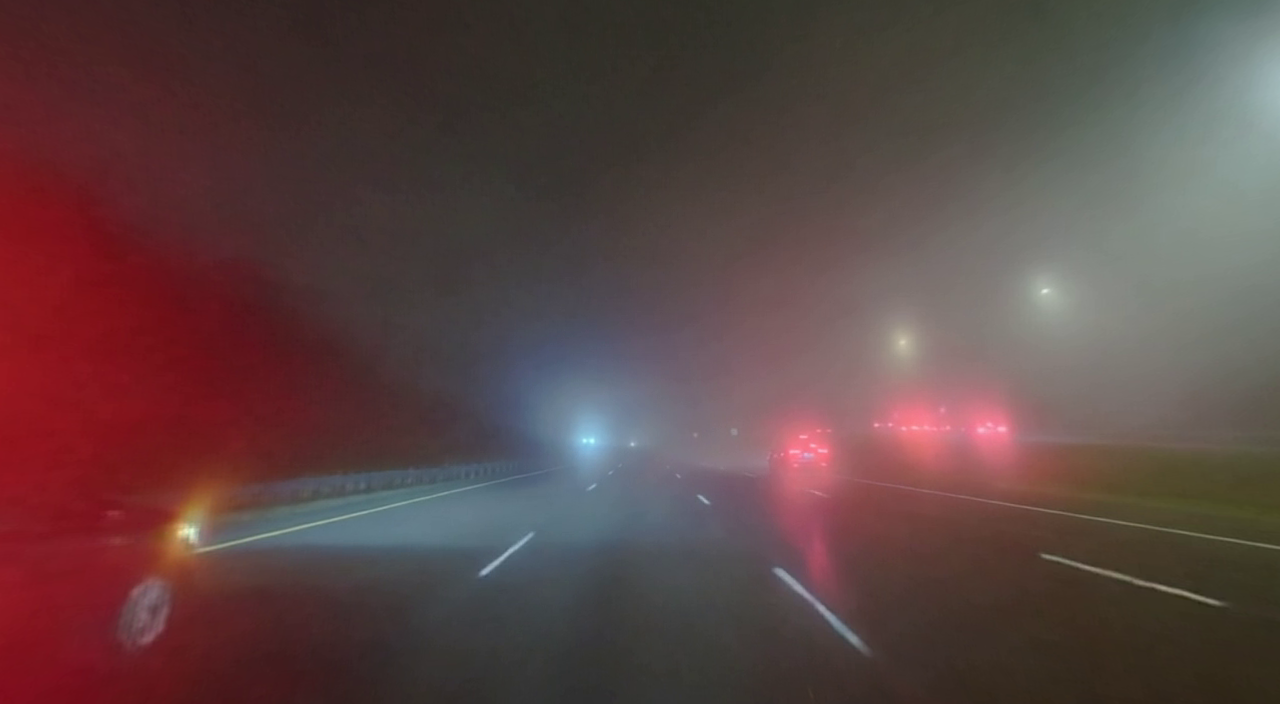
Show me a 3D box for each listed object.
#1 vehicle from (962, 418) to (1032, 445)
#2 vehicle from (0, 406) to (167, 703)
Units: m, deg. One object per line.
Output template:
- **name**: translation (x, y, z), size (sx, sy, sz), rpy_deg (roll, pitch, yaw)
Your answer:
- **vehicle**: translation (23.868, 5.387, 42.353), size (2.235, 1.713, 4.397), rpy_deg (0, -8, 1)
- **vehicle**: translation (-4.119, 0.851, 1.830), size (2.021, 1.526, 4.385), rpy_deg (0, -8, 1)
